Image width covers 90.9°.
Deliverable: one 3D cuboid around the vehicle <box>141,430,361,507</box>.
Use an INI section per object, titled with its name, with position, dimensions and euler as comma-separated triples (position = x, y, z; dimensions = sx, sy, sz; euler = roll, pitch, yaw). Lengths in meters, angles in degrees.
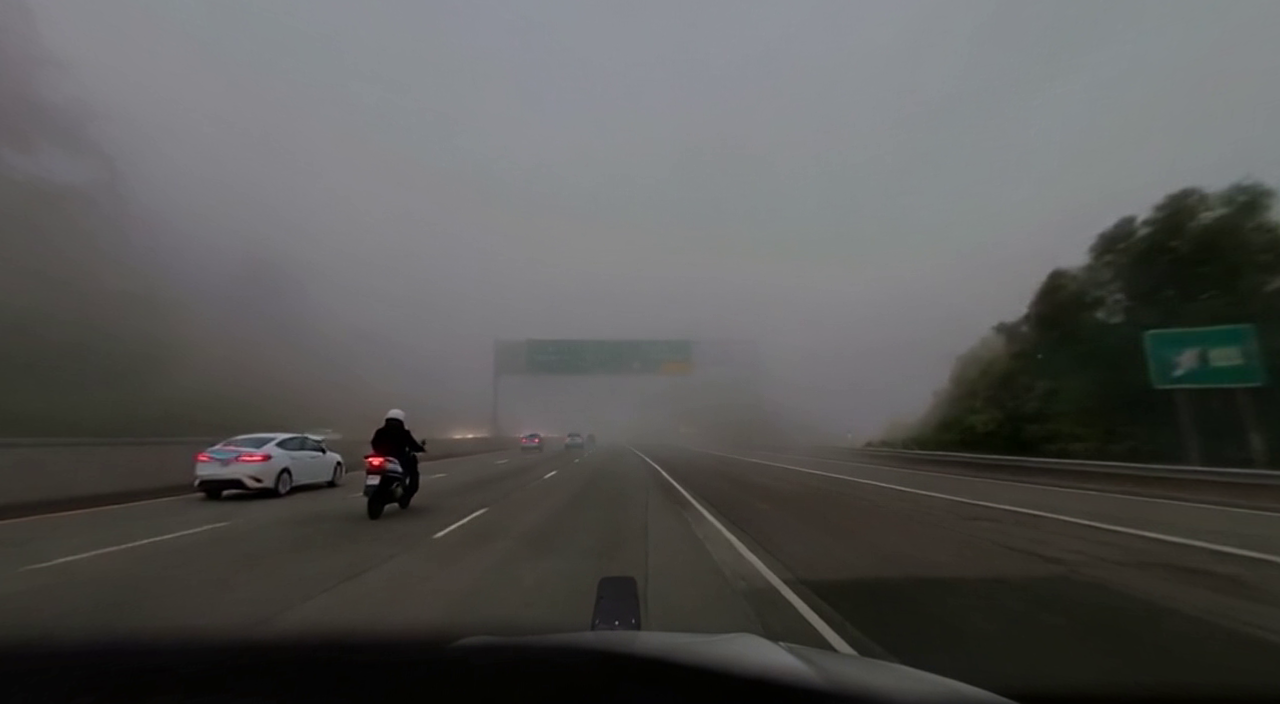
[vehicle]
position = -8.308, 2.486, 14.141
dimensions = 2.053, 1.409, 4.704
euler = 0, -8, -2
